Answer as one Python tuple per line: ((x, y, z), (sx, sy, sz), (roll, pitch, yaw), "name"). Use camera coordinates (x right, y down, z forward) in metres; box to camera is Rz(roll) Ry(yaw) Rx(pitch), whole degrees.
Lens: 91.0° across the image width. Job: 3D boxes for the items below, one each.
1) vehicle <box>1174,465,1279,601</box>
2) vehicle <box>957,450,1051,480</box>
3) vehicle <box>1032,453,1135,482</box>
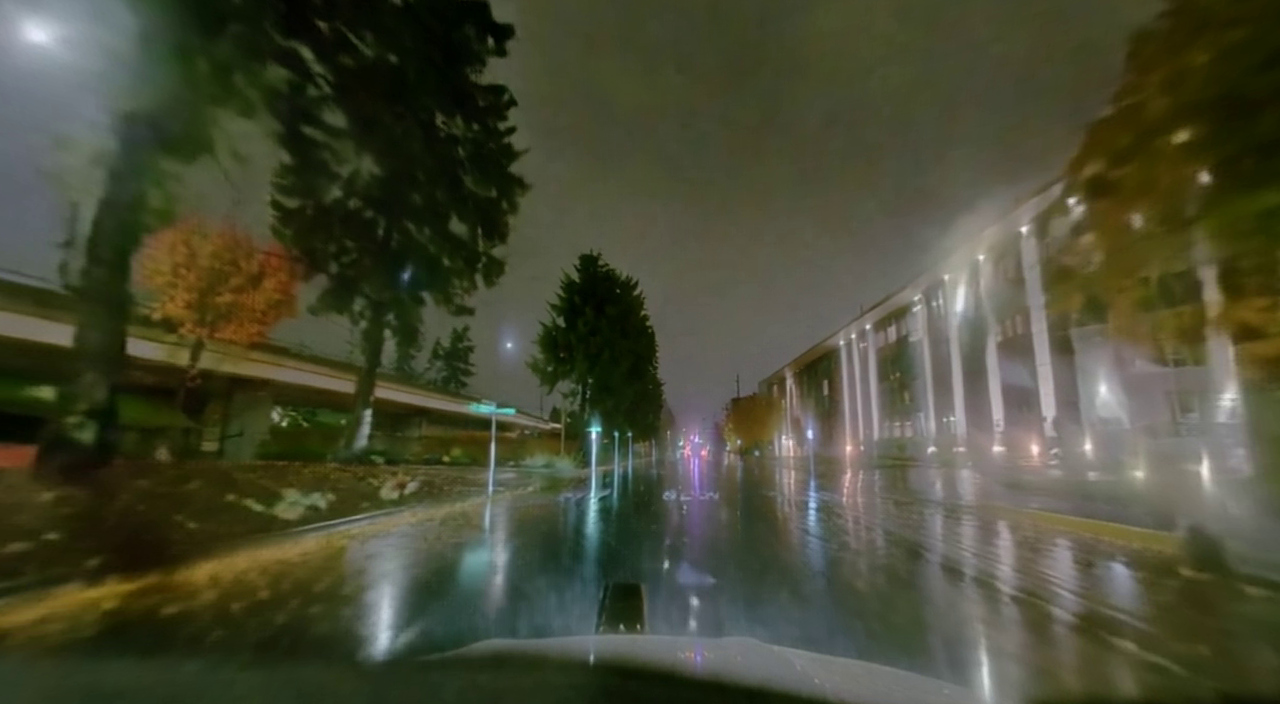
((8.286, 1.932, 6.178), (2.067, 1.498, 4.771), (0, -9, 3), "vehicle")
((21.608, 6.690, 37.522), (2.066, 1.654, 4.269), (7, -11, -35), "vehicle")
((25.542, 6.605, 36.399), (1.842, 1.508, 4.412), (7, -11, -35), "vehicle")
